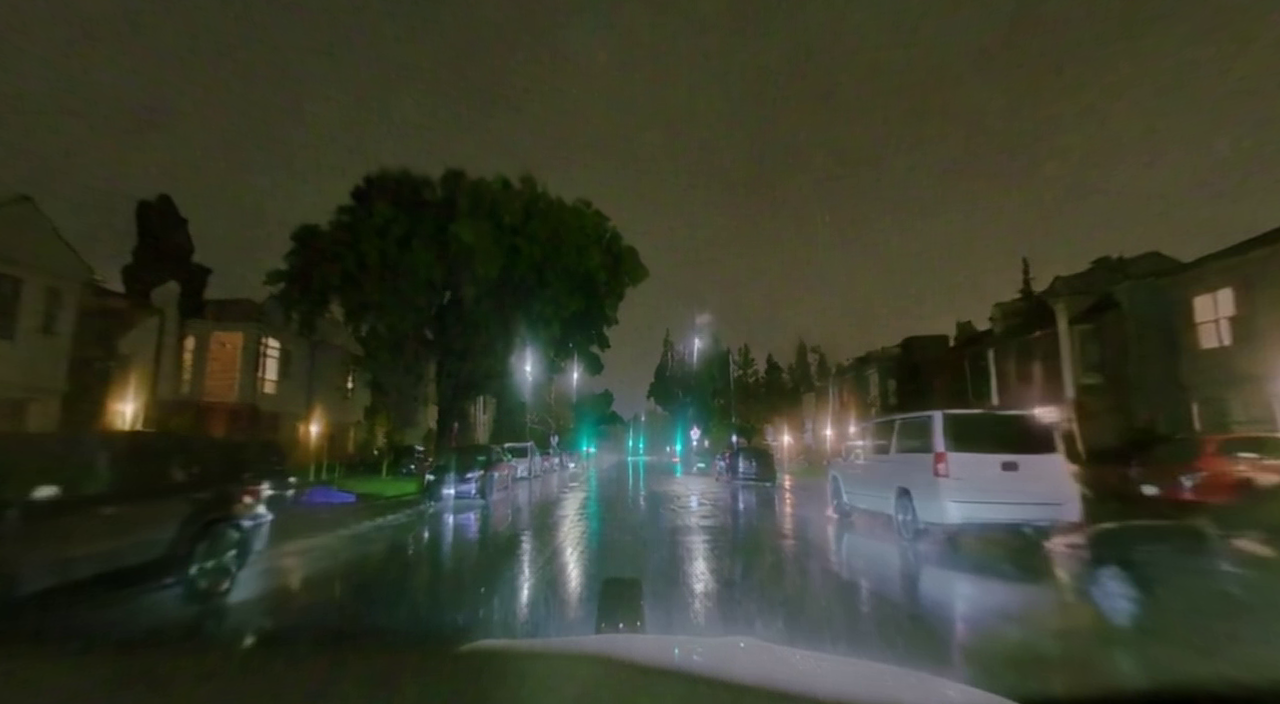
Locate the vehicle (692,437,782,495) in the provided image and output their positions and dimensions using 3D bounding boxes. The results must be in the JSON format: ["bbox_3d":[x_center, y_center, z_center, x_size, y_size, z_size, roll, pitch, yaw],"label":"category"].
[{"bbox_3d":[3.595,4.331,24.710,2.415,1.963,5.688,0,-8,-2],"label":"vehicle"}]

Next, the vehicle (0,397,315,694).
[{"bbox_3d":[-5.018,1.443,5.254,2.022,1.822,5.002,-1,-9,-1],"label":"vehicle"}]

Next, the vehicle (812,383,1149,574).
[{"bbox_3d":[4.957,1.954,10.618,2.384,2.317,5.579,0,-8,-1],"label":"vehicle"}]

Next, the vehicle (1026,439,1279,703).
[{"bbox_3d":[4.193,1.129,2.588,1.850,1.516,5.066,0,-8,-3],"label":"vehicle"}]

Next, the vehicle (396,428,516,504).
[{"bbox_3d":[-4.968,3.187,17.794,2.035,1.822,4.348,0,-10,0],"label":"vehicle"}]
